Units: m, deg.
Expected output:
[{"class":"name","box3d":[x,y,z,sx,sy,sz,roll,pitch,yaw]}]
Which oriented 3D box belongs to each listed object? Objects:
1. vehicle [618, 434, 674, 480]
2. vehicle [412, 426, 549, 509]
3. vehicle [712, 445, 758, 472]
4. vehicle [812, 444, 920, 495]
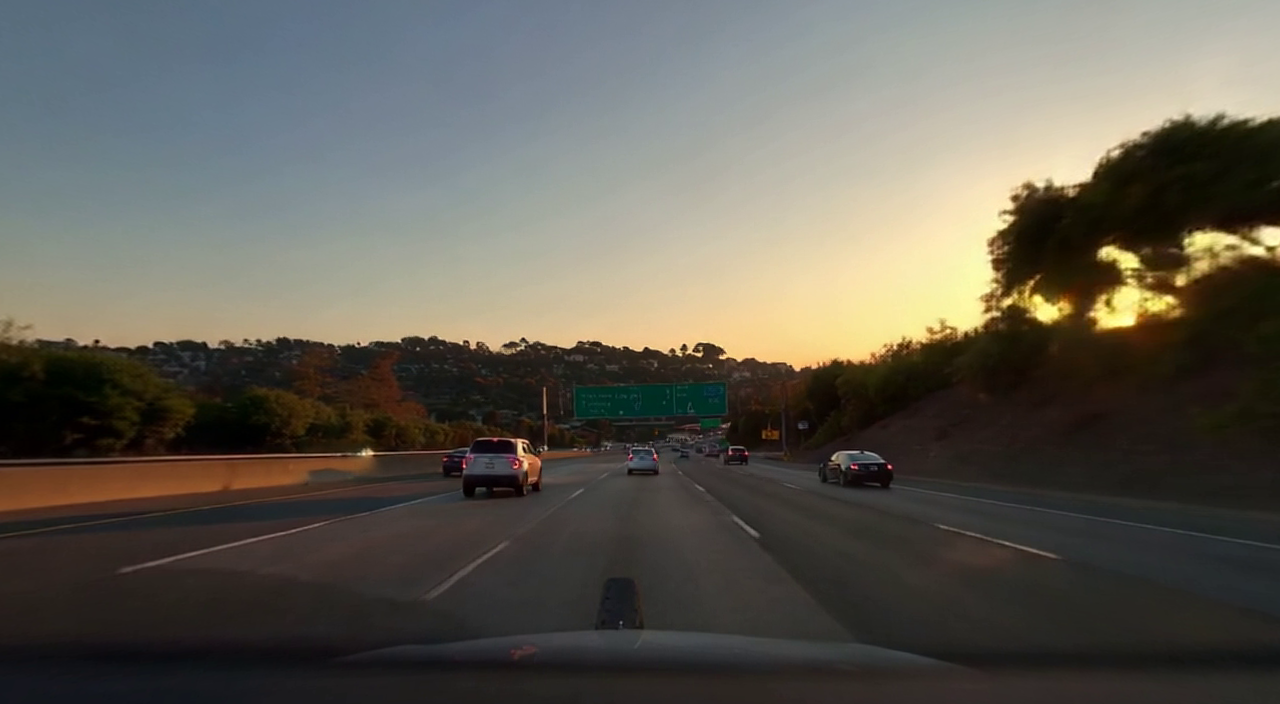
[{"class":"vehicle","box3d":[0.289,4.672,28.172,2.270,1.862,4.949,0,-9,1]},{"class":"vehicle","box3d":[-3.725,2.798,15.644,2.142,1.759,4.297,0,-9,2]},{"class":"vehicle","box3d":[5.503,6.236,37.085,2.005,1.456,4.287,0,-9,0]},{"class":"vehicle","box3d":[7.185,3.765,20.564,1.936,1.480,4.373,0,-9,0]}]
